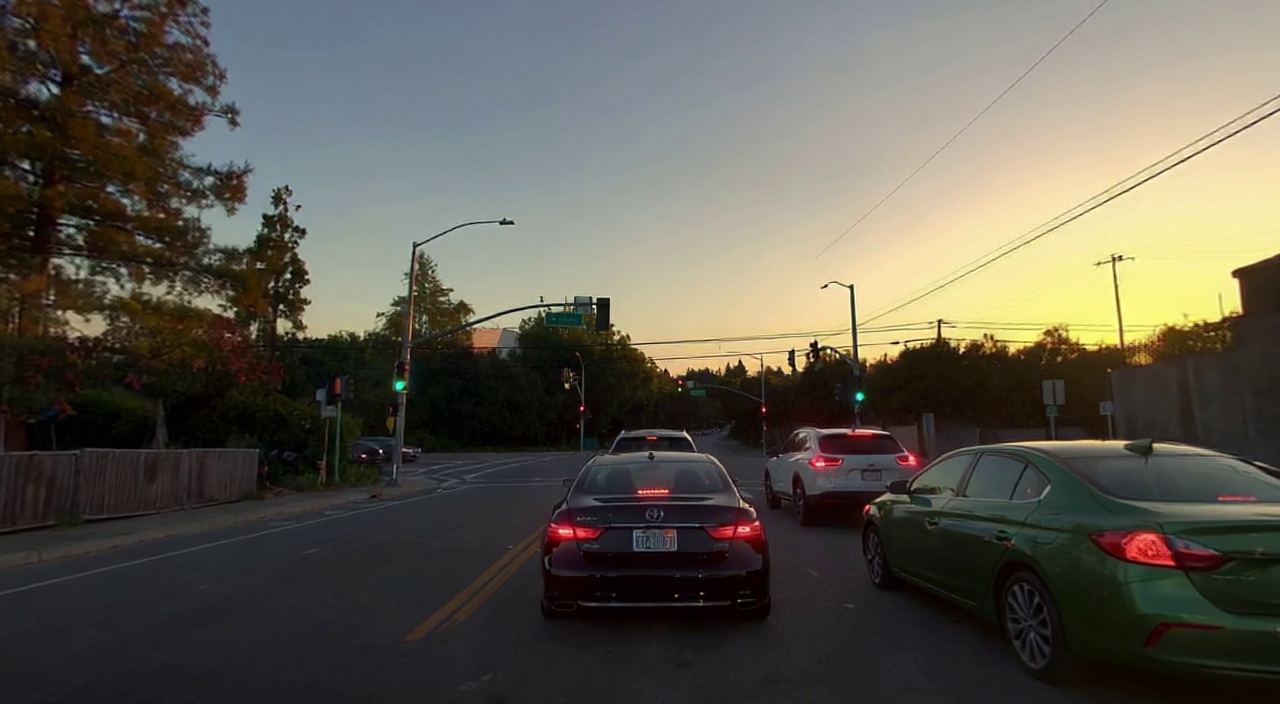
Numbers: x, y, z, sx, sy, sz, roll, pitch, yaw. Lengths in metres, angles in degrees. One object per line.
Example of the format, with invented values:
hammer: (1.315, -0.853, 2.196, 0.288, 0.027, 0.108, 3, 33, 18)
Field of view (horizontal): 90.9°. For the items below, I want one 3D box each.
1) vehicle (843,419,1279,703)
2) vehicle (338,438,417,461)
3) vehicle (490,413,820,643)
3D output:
vehicle: (3.086, 1.249, 4.141, 2.027, 1.432, 4.431, 0, -8, 0)
vehicle: (-17.237, 6.407, 41.462, 4.406, 1.458, 1.892, -1, -8, 7)
vehicle: (0.064, 1.485, 6.417, 2.170, 1.497, 4.369, 0, -8, -1)
